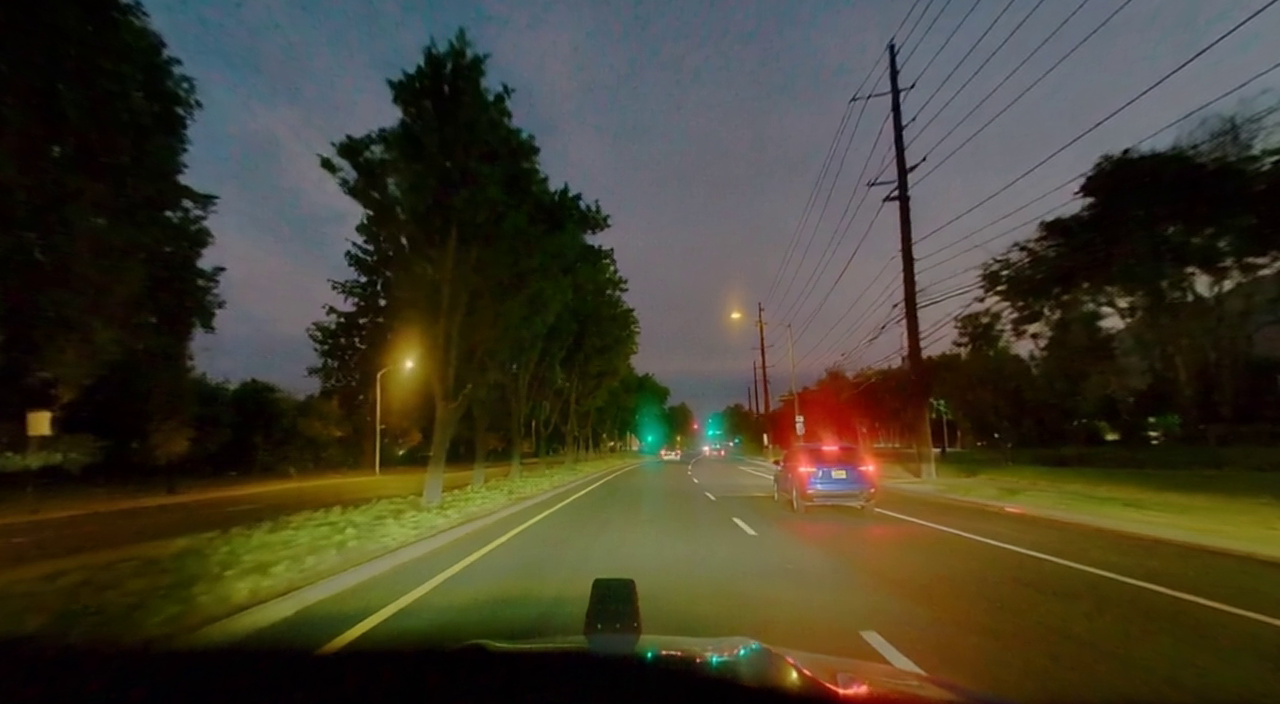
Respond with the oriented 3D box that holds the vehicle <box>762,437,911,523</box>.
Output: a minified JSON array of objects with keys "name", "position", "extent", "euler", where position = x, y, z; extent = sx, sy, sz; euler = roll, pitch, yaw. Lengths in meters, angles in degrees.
[{"name":"vehicle","position":[3.990,2.676,13.687],"extent":[1.881,1.512,4.294],"euler":[-1,-9,1]}]
